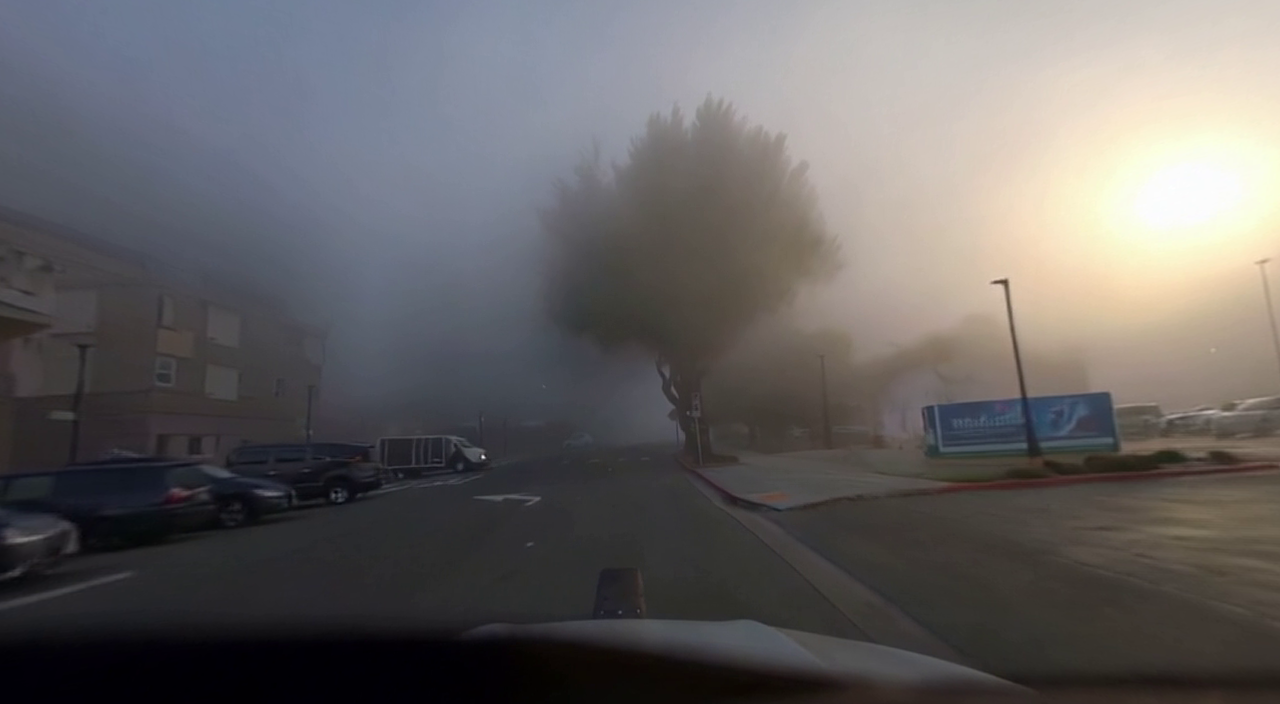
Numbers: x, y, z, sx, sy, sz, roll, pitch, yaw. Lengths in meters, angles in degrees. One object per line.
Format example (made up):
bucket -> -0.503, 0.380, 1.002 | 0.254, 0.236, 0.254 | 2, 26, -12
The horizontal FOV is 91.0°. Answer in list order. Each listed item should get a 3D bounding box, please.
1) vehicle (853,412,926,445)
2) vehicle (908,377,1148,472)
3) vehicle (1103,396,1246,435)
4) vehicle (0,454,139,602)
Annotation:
vehicle -> 18.026, 5.554, 45.647 | 4.625, 1.729, 2.048 | -10, -7, 19
vehicle -> 11.000, 2.057, 18.138 | 5.453, 1.794, 2.011 | -8, -6, -2
vehicle -> 23.849, 2.859, 28.200 | 4.521, 1.634, 1.996 | 0, -8, 0
vehicle -> -8.532, 1.991, 6.650 | 1.879, 1.543, 4.778 | -13, -13, 43
